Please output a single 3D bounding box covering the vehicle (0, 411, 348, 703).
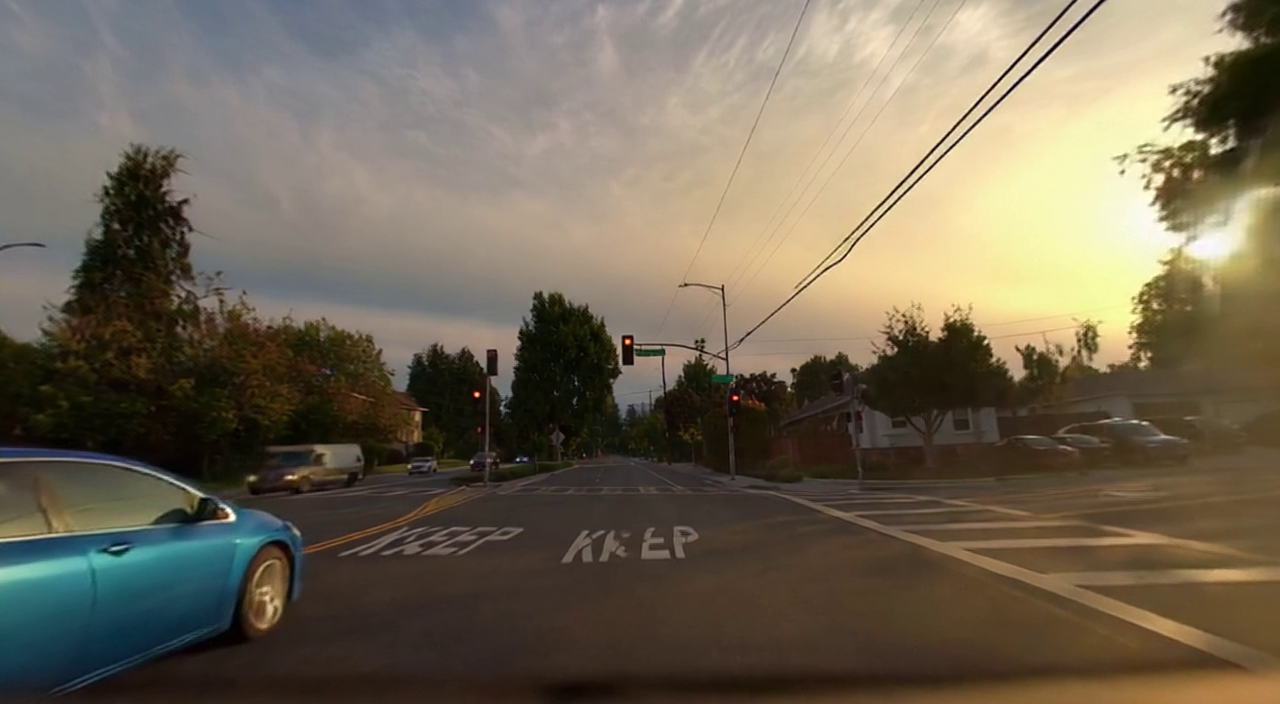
[{"bbox_3d":[-3.662,1.122,3.400,1.980,1.508,4.502,0,-8,0],"label":"vehicle"}]
